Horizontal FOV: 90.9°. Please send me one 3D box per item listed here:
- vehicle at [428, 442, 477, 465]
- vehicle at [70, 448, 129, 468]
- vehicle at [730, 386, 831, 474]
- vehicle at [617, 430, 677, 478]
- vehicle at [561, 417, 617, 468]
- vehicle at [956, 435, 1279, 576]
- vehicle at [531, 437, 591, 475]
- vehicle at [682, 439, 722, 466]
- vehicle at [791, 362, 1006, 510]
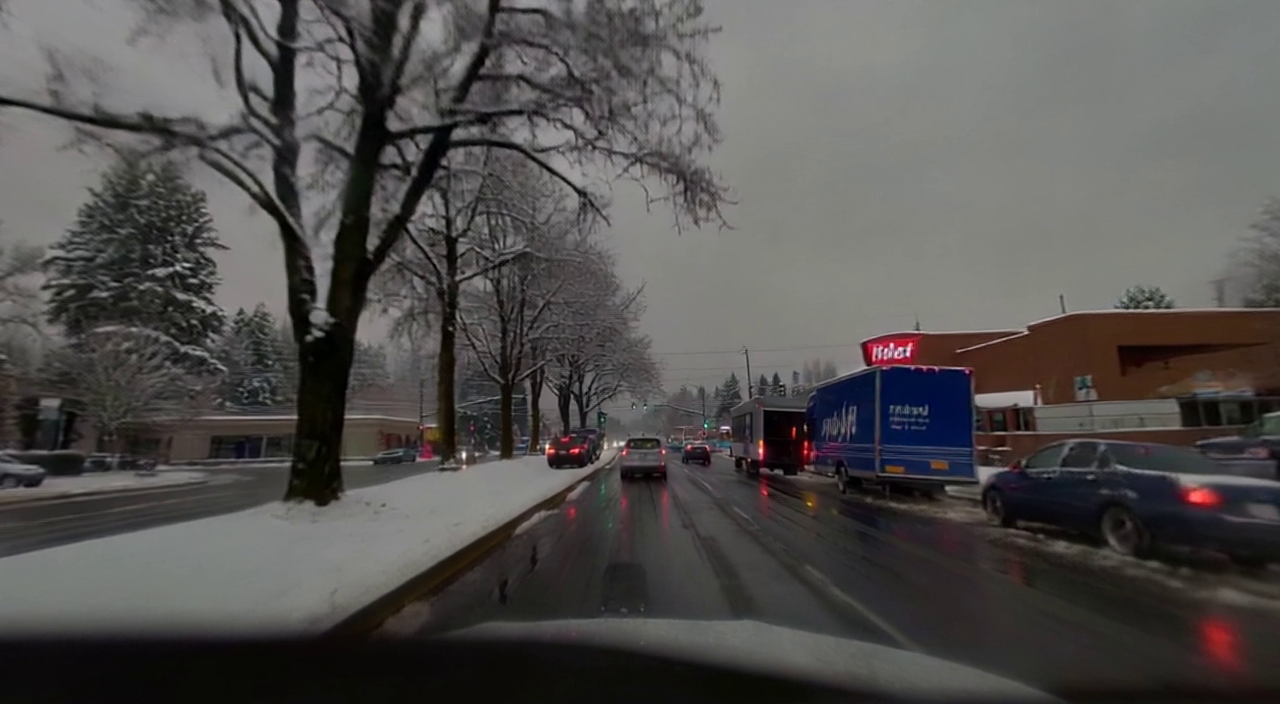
[{"bbox_3d":[-13.756,7.460,46.588,1.928,1.497,4.446,-1,-7,4],"label":"vehicle"},{"bbox_3d":[-41.382,8.086,48.396,1.795,1.416,4.294,2,-9,-16],"label":"vehicle"},{"bbox_3d":[6.985,4.251,33.275,2.816,3.804,10.315,-2,-9,0],"label":"vehicle"},{"bbox_3d":[0.309,4.031,25.041,2.209,1.718,4.008,-1,-8,2],"label":"vehicle"},{"bbox_3d":[-2.969,5.521,38.509,2.715,2.791,7.171,0,-8,1],"label":"vehicle"},{"bbox_3d":[6.662,1.966,9.016,1.980,1.473,4.537,0,-8,1],"label":"vehicle"},{"bbox_3d":[-3.338,4.475,27.478,2.008,1.500,4.369,0,-8,1],"label":"vehicle"},{"bbox_3d":[3.713,6.137,38.575,2.075,1.540,4.411,0,-8,1],"label":"vehicle"},{"bbox_3d":[6.825,2.466,18.358,2.891,3.361,7.843,0,-8,0],"label":"vehicle"}]
